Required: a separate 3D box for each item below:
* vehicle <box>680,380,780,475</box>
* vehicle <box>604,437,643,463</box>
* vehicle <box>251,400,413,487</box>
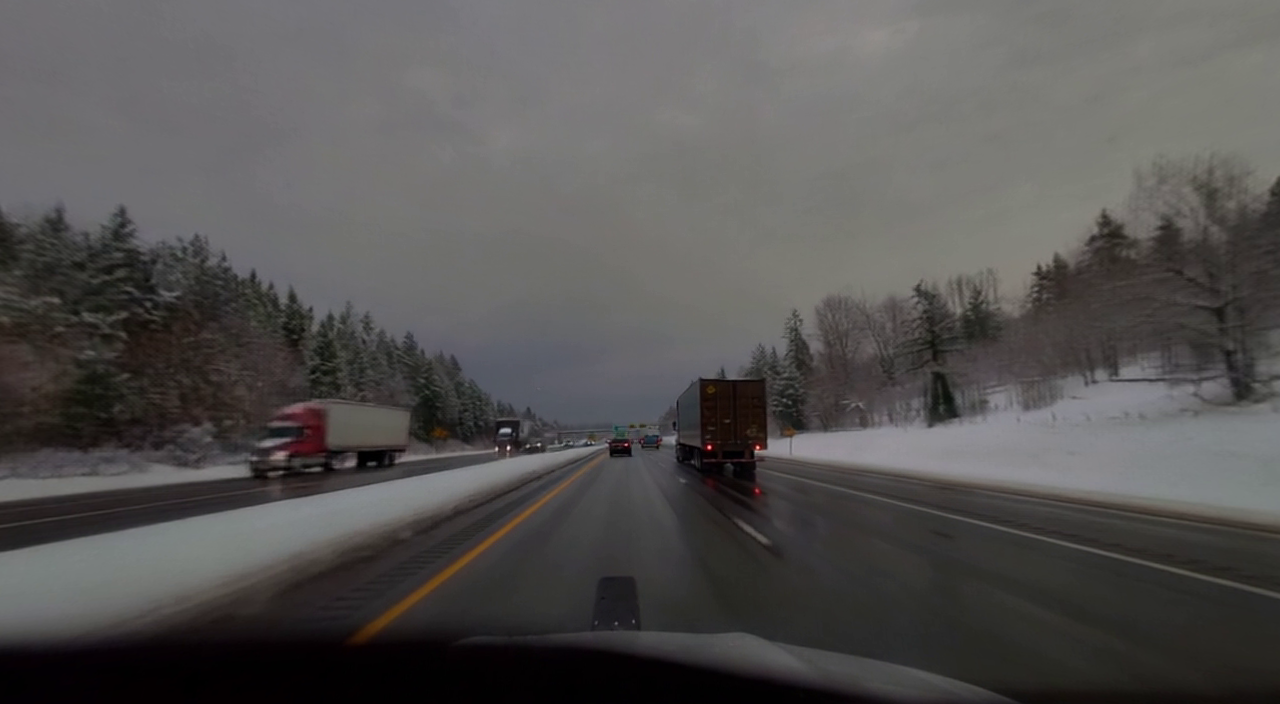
[{"bbox_3d":[3.577,3.328,27.505,2.921,3.526,8.207,0,-8,-2],"label":"vehicle"},{"bbox_3d":[-0.962,5.883,38.234,2.259,1.466,3.693,0,-8,-1],"label":"vehicle"},{"bbox_3d":[-14.105,4.294,30.148,2.961,3.458,9.579,0,-8,-1],"label":"vehicle"}]
